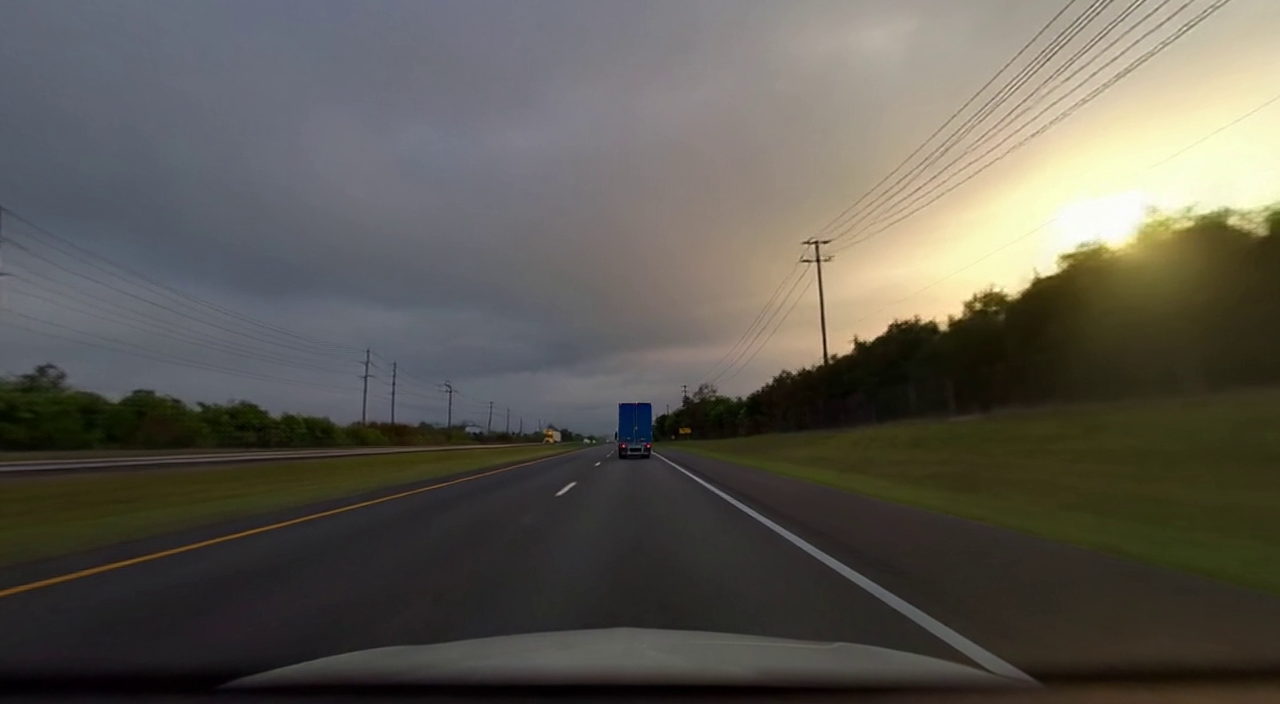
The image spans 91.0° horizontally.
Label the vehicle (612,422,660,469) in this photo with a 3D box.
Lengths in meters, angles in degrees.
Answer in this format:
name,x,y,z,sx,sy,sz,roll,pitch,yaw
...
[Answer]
name,x,y,z,sx,sy,sz,roll,pitch,yaw
vehicle,-0.298,4.680,31.563,2.240,2.129,4.480,0,-8,-2
